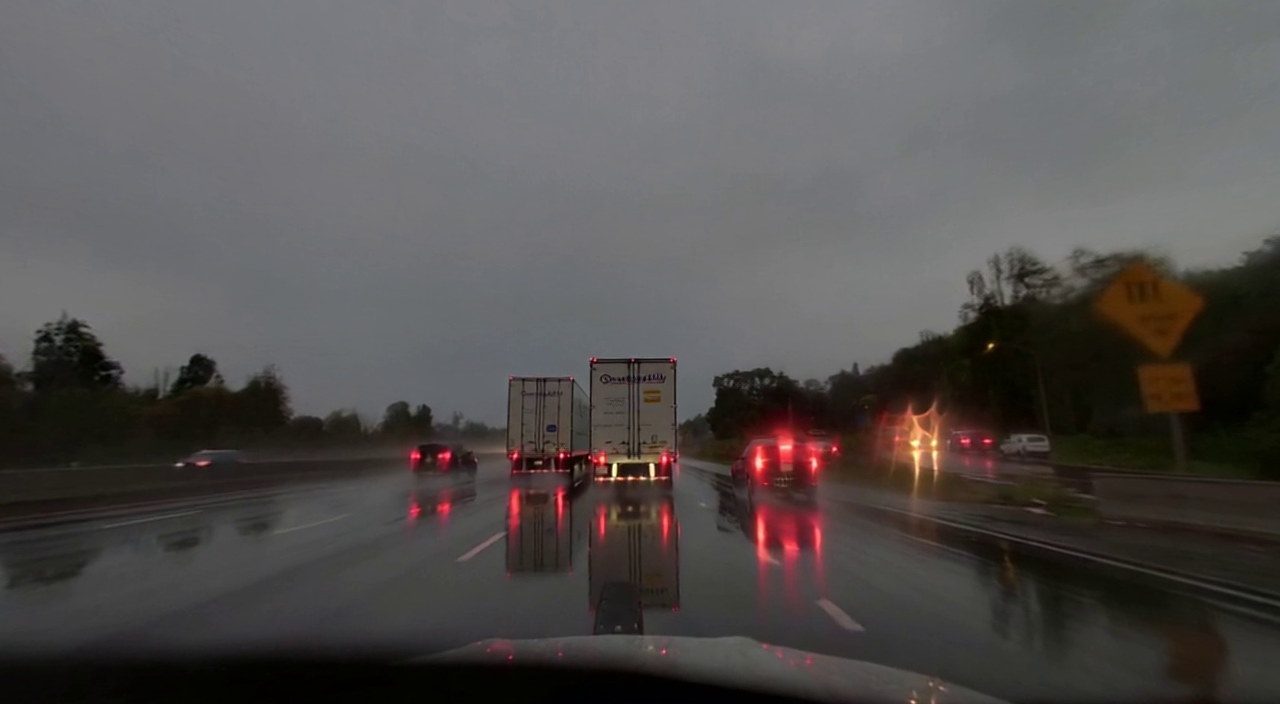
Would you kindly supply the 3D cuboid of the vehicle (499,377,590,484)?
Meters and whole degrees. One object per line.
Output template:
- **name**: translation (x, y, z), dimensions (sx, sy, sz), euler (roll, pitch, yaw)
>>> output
- **vehicle**: translation (-4.120, 3.858, 30.063), dimensions (2.888, 4.154, 10.960), euler (0, -9, -1)

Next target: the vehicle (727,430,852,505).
- **vehicle**: translation (3.869, 3.087, 17.332), dimensions (2.136, 1.753, 4.644), euler (0, -9, -2)

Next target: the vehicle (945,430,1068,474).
- **vehicle**: translation (16.653, 4.600, 29.186), dimensions (2.128, 1.783, 5.718), euler (0, -9, -2)

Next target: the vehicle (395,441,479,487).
- **vehicle**: translation (-8.163, 4.531, 25.922), dimensions (2.017, 1.694, 4.420), euler (0, -9, -1)

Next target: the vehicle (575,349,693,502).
- **vehicle**: translation (-0.219, 2.536, 20.731), dimensions (2.910, 3.828, 9.805), euler (0, -9, -1)

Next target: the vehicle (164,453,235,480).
- **vehicle**: translation (-24.528, 6.360, 35.314), dimensions (1.531, 1.398, 3.365), euler (0, -9, 0)
